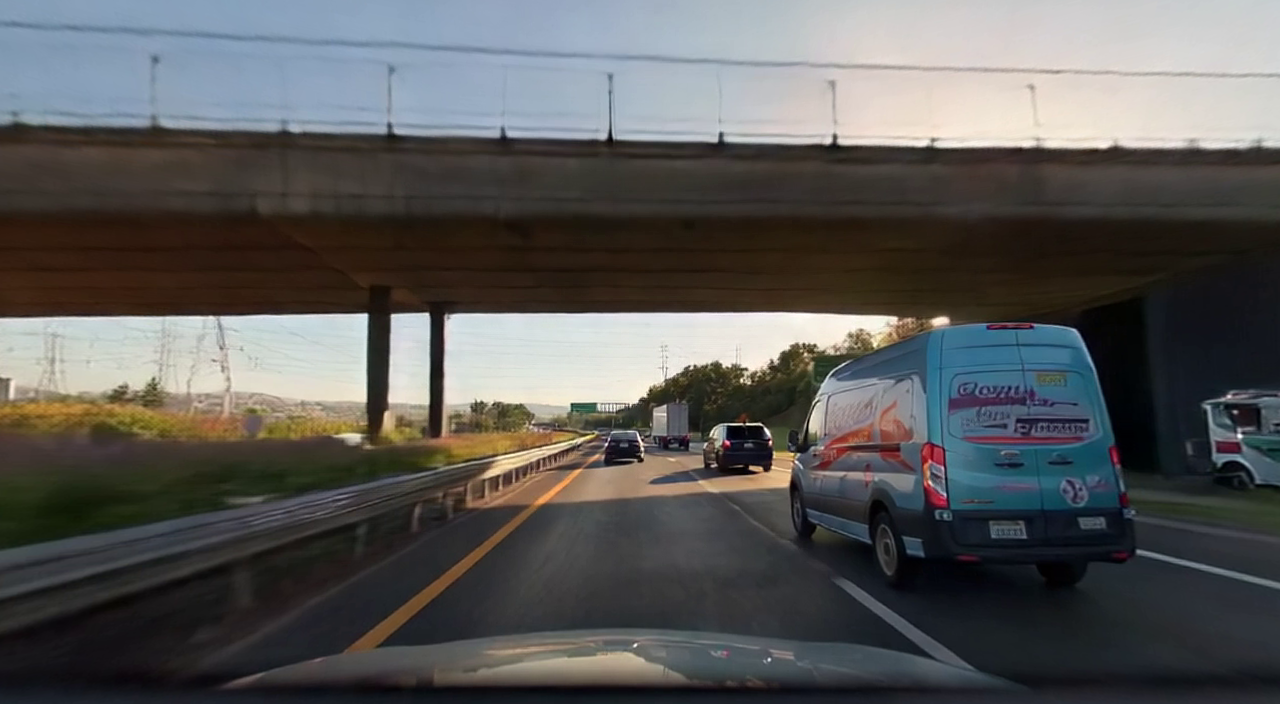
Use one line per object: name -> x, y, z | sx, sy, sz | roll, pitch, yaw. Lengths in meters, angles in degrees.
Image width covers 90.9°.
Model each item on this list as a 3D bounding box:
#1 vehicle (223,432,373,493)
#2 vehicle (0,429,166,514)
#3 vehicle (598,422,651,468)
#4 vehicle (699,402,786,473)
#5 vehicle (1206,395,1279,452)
vehicle -> -9.495, 3.069, 17.985 | 1.952, 1.507, 4.281 | 0, -8, -1
vehicle -> -13.834, 2.671, 14.702 | 2.056, 1.689, 4.491 | 0, -8, -1
vehicle -> -0.650, 3.900, 26.629 | 2.073, 1.750, 4.116 | 0, -8, -2
vehicle -> 3.924, 3.436, 25.344 | 2.387, 2.506, 5.374 | 0, -8, -2
vehicle -> 45.063, 5.367, 46.878 | 3.543, 3.992, 2.997 | -5, -9, 30
